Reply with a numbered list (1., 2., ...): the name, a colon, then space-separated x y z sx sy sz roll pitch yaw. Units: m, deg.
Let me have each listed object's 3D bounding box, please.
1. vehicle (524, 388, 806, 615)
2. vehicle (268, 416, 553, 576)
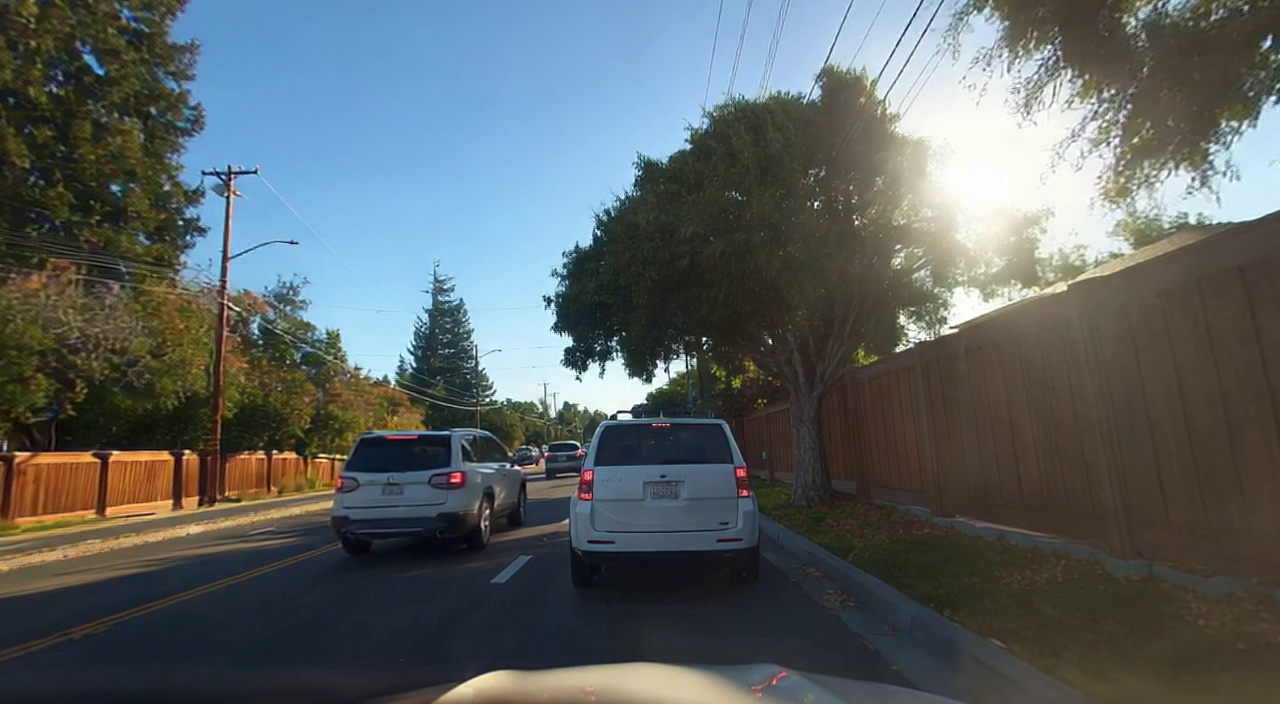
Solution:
1. vehicle: 0.197 1.462 7.020 2.174 1.749 4.113 0 -9 0
2. vehicle: -2.734 1.855 8.996 2.176 1.653 4.666 0 -9 2
